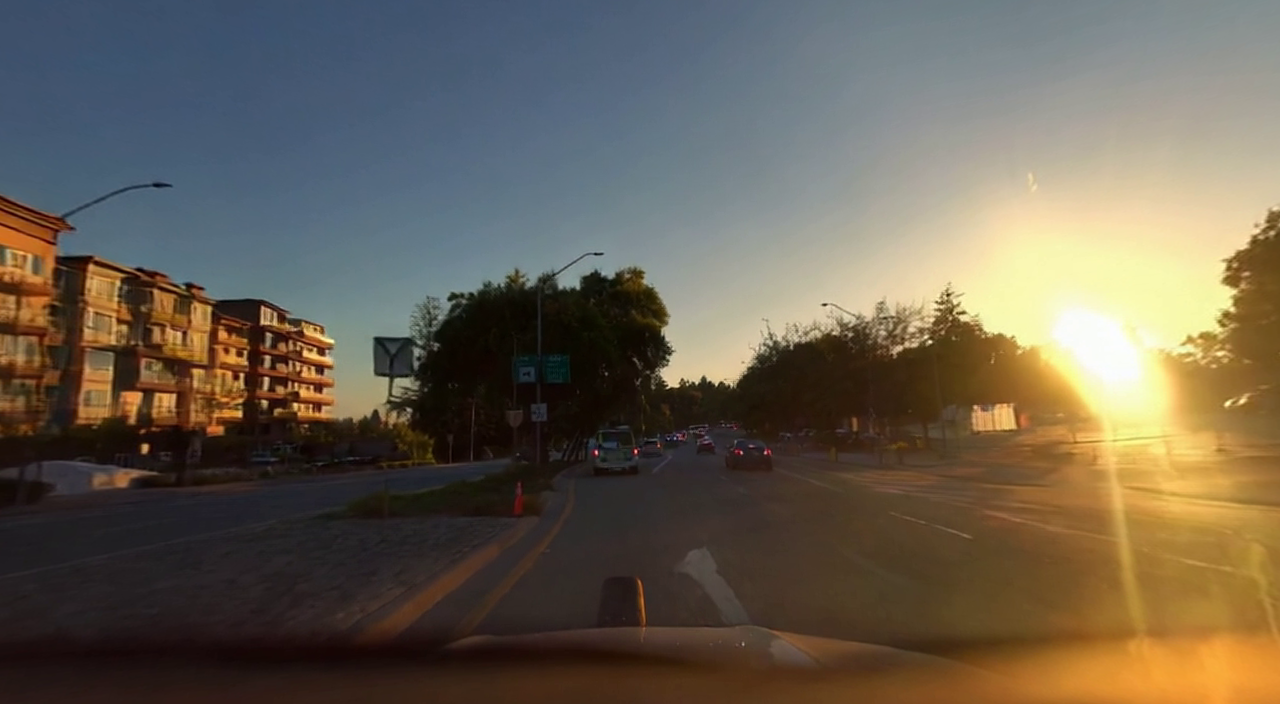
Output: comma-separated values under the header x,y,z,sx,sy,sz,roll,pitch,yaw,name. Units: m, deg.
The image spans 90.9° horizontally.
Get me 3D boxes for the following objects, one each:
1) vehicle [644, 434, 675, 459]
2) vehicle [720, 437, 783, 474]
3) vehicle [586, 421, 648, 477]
x,y,z,sx,sy,sz,roll,pitch,yaw,name
1.552,7.286,48.469,2.222,1.841,4.031,-1,-8,4,vehicle
4.835,4.549,27.997,2.075,1.486,4.316,0,-8,1,vehicle
-1.013,4.139,26.968,2.396,2.143,4.824,0,-8,-3,vehicle
